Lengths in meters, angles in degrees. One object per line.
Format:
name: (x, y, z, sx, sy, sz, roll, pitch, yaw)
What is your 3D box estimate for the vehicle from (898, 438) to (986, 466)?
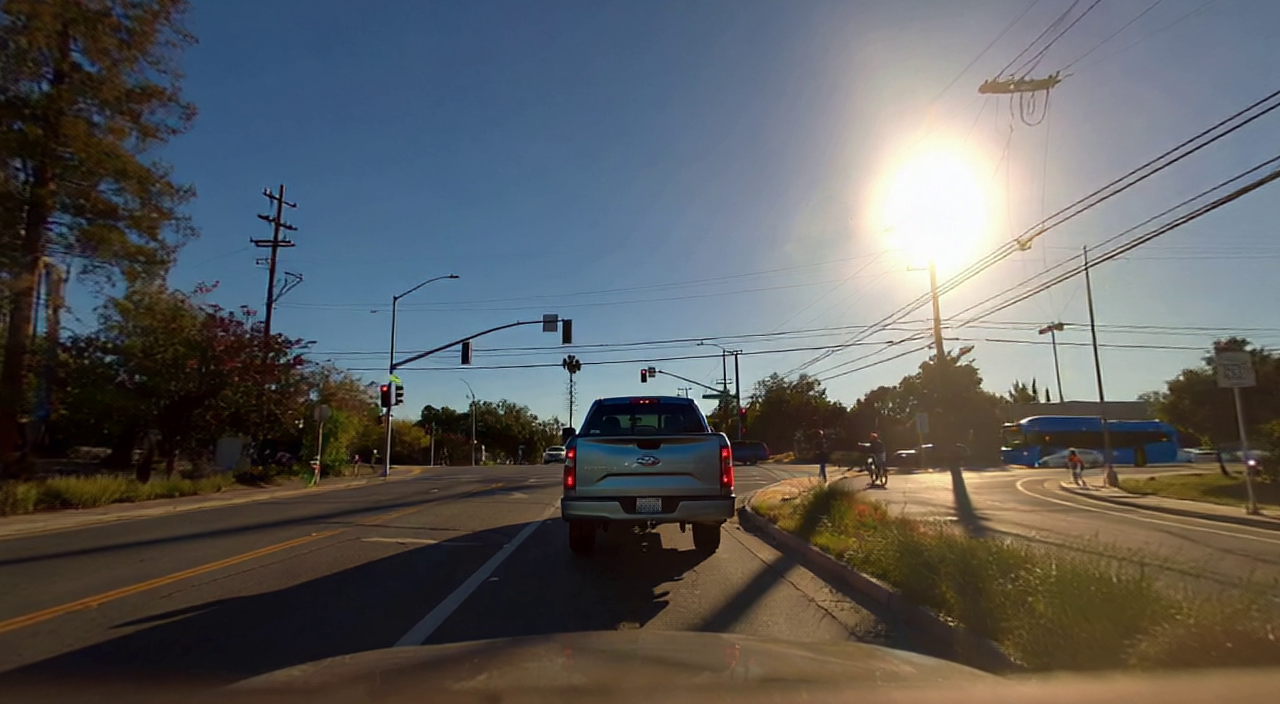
vehicle: (21.657, 7.209, 45.463, 5.235, 1.878, 2.107, 0, -8, -1)

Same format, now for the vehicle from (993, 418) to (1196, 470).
vehicle: (29.400, 5.987, 41.250, 10.726, 3.128, 3.003, -1, -8, 1)

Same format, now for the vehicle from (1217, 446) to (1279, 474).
vehicle: (41.370, 7.018, 41.260, 5.426, 1.728, 1.999, 0, -8, -2)

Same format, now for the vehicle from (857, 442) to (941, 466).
vehicle: (16.814, 6.637, 41.209, 4.578, 1.490, 1.935, -1, -8, 3)

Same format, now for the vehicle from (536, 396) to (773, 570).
vehicle: (0.118, 1.900, 10.077, 2.707, 1.964, 5.485, 0, -8, -1)
